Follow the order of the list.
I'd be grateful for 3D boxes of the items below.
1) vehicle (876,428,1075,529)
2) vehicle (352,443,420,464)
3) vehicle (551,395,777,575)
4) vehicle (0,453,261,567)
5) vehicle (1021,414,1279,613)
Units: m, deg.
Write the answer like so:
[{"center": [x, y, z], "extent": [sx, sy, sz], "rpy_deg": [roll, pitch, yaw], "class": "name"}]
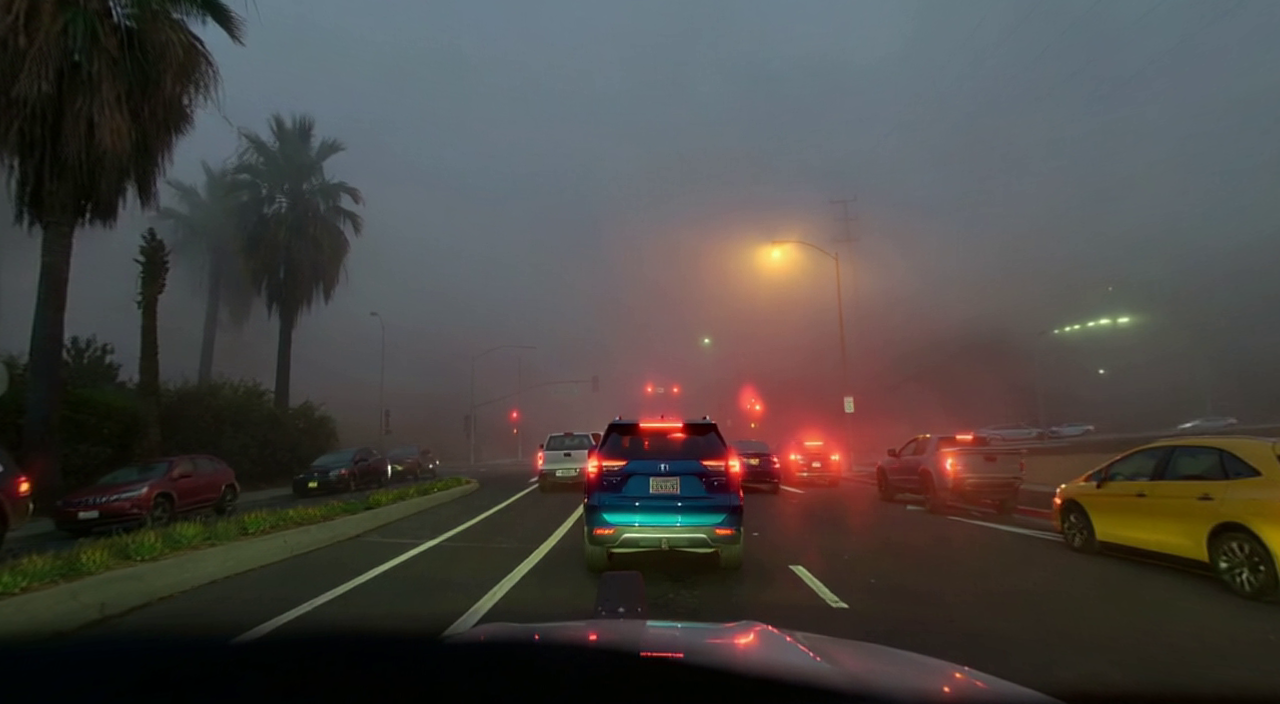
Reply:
[{"center": [6.667, 2.529, 13.244], "extent": [1.930, 1.736, 4.329], "rpy_deg": [-1, -8, 3], "class": "vehicle"}, {"center": [-18.724, 7.486, 46.653], "extent": [1.759, 1.457, 4.297], "rpy_deg": [-7, -11, 39], "class": "vehicle"}, {"center": [0.260, 1.656, 8.563], "extent": [2.264, 1.798, 4.258], "rpy_deg": [0, -8, 1], "class": "vehicle"}, {"center": [-9.576, 2.793, 11.900], "extent": [2.054, 1.467, 4.595], "rpy_deg": [-3, -7, 0], "class": "vehicle"}, {"center": [6.440, 1.602, 6.937], "extent": [1.935, 1.672, 4.139], "rpy_deg": [0, -8, 1], "class": "vehicle"}]
